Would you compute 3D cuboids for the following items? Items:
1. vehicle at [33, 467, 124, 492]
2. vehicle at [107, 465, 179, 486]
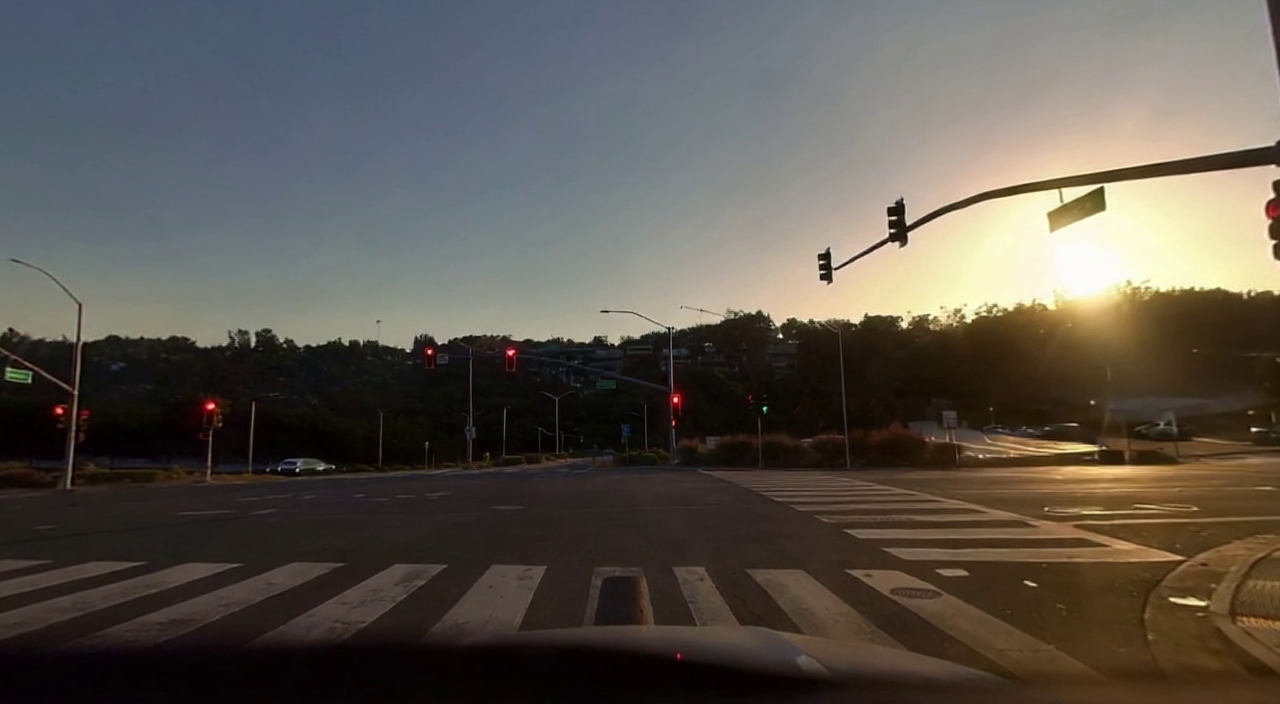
[{"bbox_3d":[-36.141,8.212,40.605,4.241,1.413,1.673,-1,-8,-1],"label":"vehicle"},{"bbox_3d":[-35.908,8.926,45.584,3.681,1.423,1.680,0,-8,0],"label":"vehicle"}]
